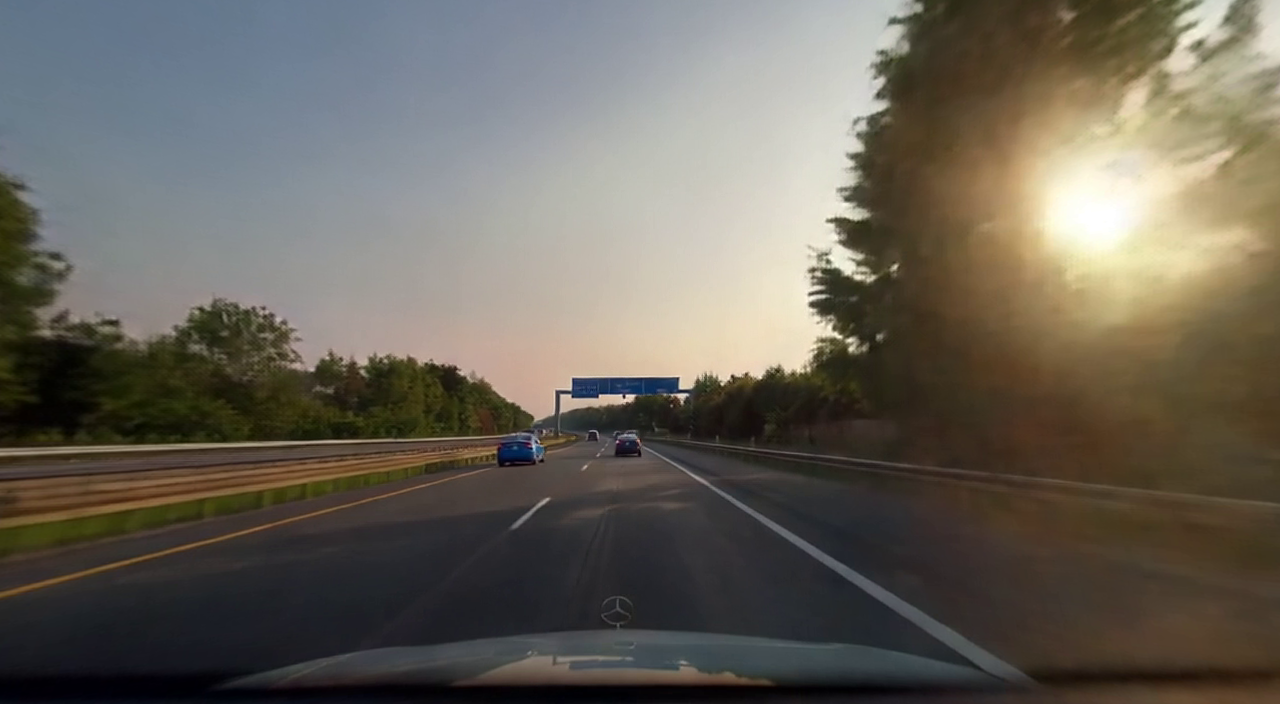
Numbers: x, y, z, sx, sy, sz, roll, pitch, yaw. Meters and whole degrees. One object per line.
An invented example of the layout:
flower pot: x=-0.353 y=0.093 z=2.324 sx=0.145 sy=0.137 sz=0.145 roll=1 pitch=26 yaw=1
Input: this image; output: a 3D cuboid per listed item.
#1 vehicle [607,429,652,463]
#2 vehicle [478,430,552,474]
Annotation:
vehicle: x=-0.564 y=4.843 z=32.594 sx=2.162 sy=1.616 sz=4.242 roll=0 pitch=-8 yaw=-1
vehicle: x=-4.589 y=3.726 z=23.800 sx=1.975 sy=1.518 sz=4.242 roll=0 pitch=-8 yaw=-1
